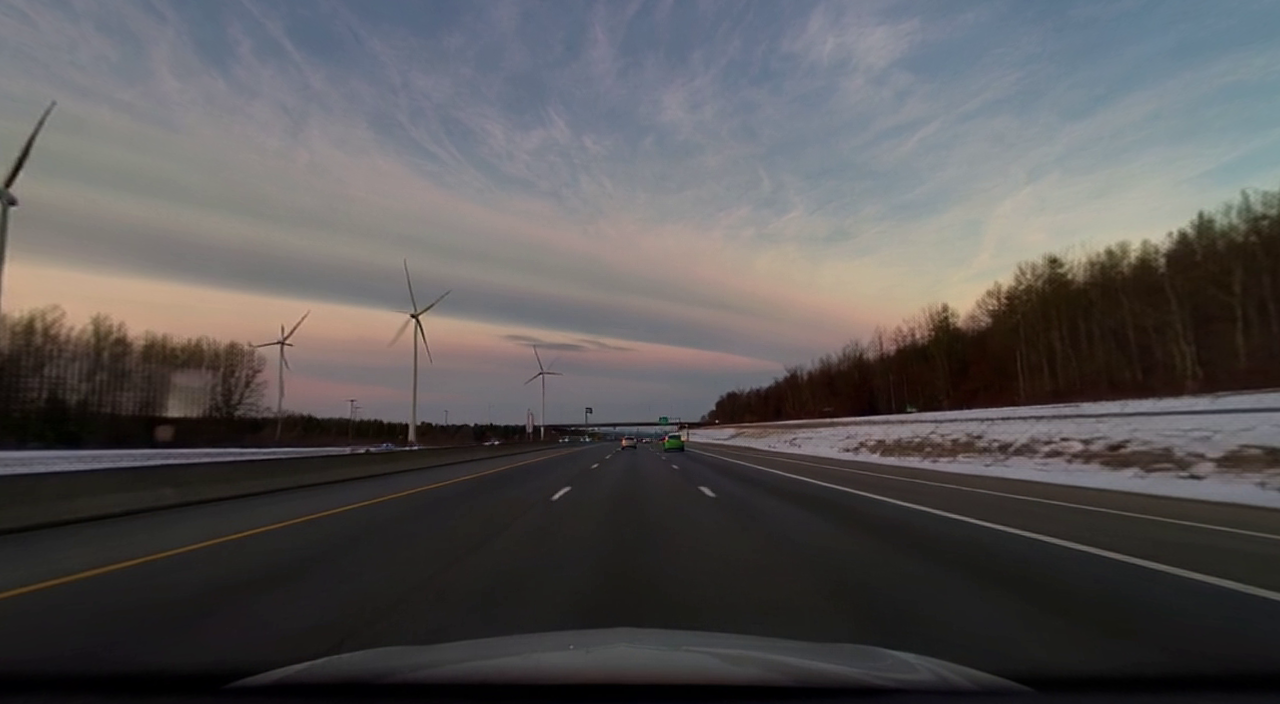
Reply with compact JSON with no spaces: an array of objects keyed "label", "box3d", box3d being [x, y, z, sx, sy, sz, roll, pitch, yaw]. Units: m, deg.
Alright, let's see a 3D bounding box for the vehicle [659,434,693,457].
[{"label":"vehicle","box3d":[2.560,6.752,45.614,2.041,1.551,3.974,0,-8,-3]}]
